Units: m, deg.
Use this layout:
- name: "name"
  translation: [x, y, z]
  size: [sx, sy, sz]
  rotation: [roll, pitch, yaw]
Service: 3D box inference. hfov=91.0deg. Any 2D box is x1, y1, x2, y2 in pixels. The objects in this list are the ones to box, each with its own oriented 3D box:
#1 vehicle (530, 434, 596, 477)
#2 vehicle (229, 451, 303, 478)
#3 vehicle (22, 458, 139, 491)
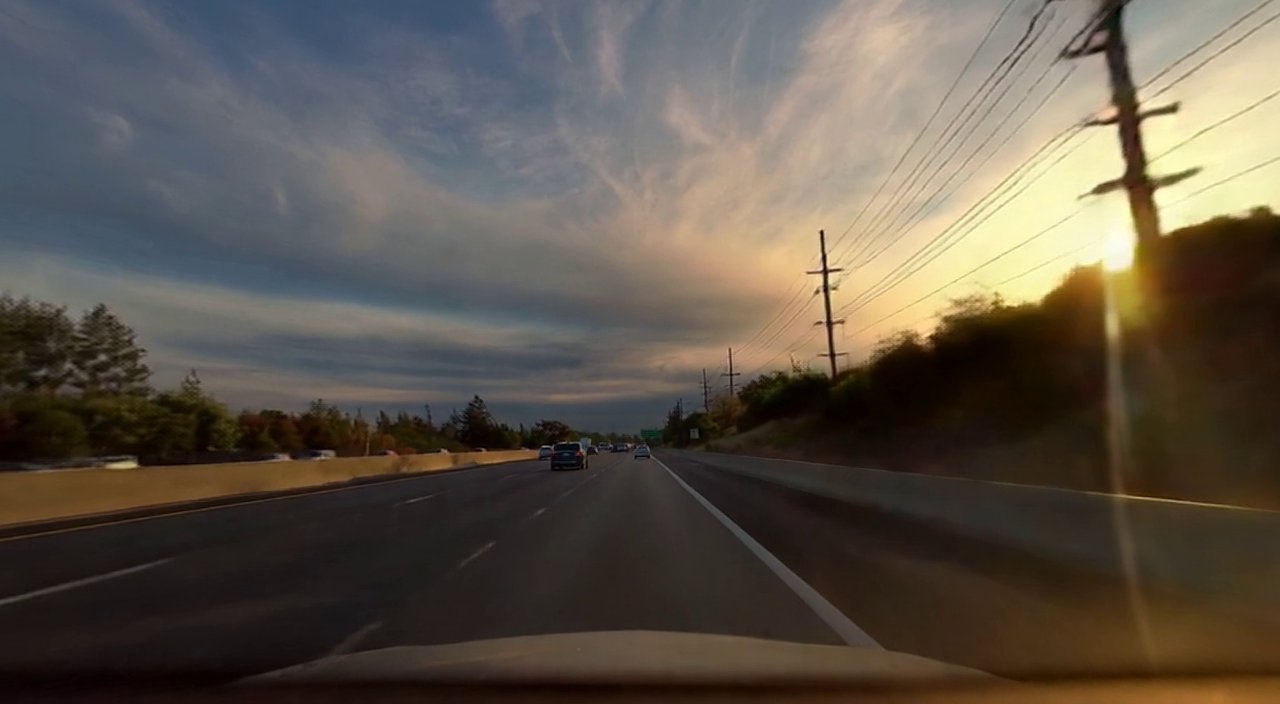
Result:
- name: "vehicle"
  translation: [-3.732, 5.177, 31.645]
  size: [2.577, 1.939, 5.408]
  rotation: [0, -9, 1]
- name: "vehicle"
  translation: [-24.862, 7.484, 42.051]
  size: [2.004, 1.630, 4.643]
  rotation: [0, -9, 1]
- name: "vehicle"
  translation: [-28.420, 6.201, 32.202]
  size: [1.855, 1.513, 4.418]
  rotation: [0, -9, 1]
